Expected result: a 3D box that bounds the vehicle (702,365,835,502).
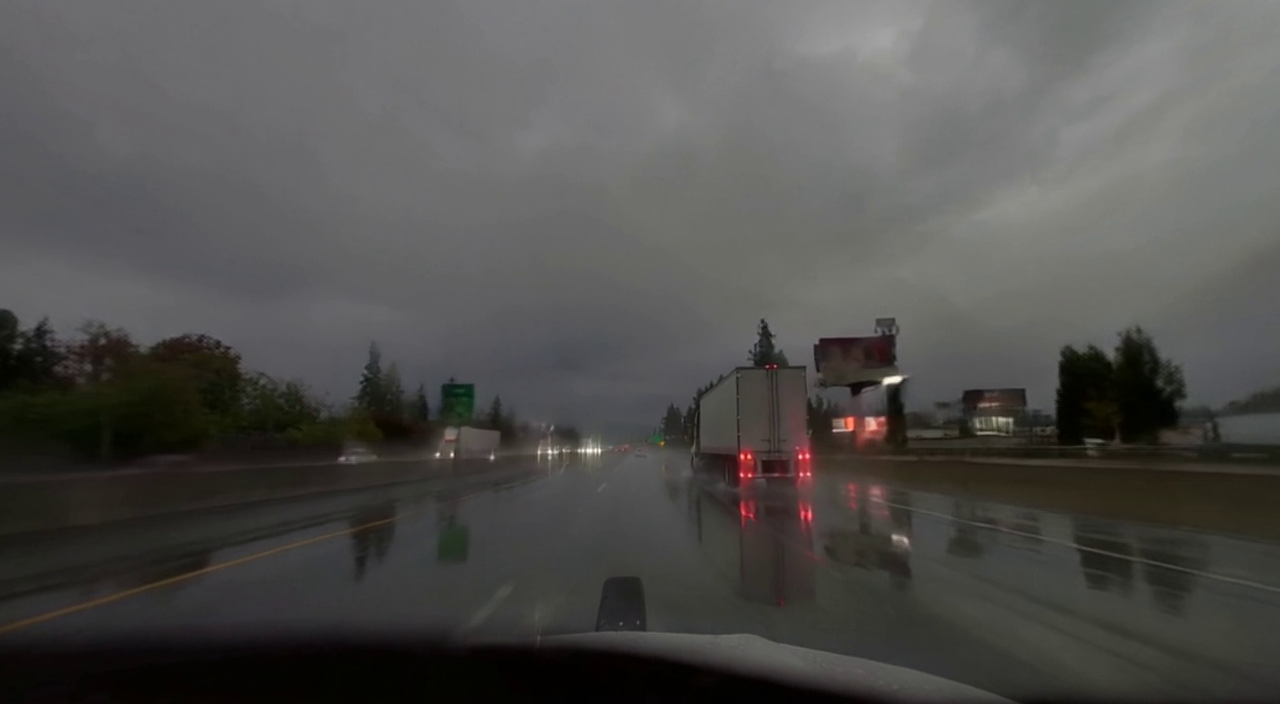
[{"bbox_3d":[4.639,3.477,26.122,3.058,4.312,12.251,0,-9,1],"label":"vehicle"}]
